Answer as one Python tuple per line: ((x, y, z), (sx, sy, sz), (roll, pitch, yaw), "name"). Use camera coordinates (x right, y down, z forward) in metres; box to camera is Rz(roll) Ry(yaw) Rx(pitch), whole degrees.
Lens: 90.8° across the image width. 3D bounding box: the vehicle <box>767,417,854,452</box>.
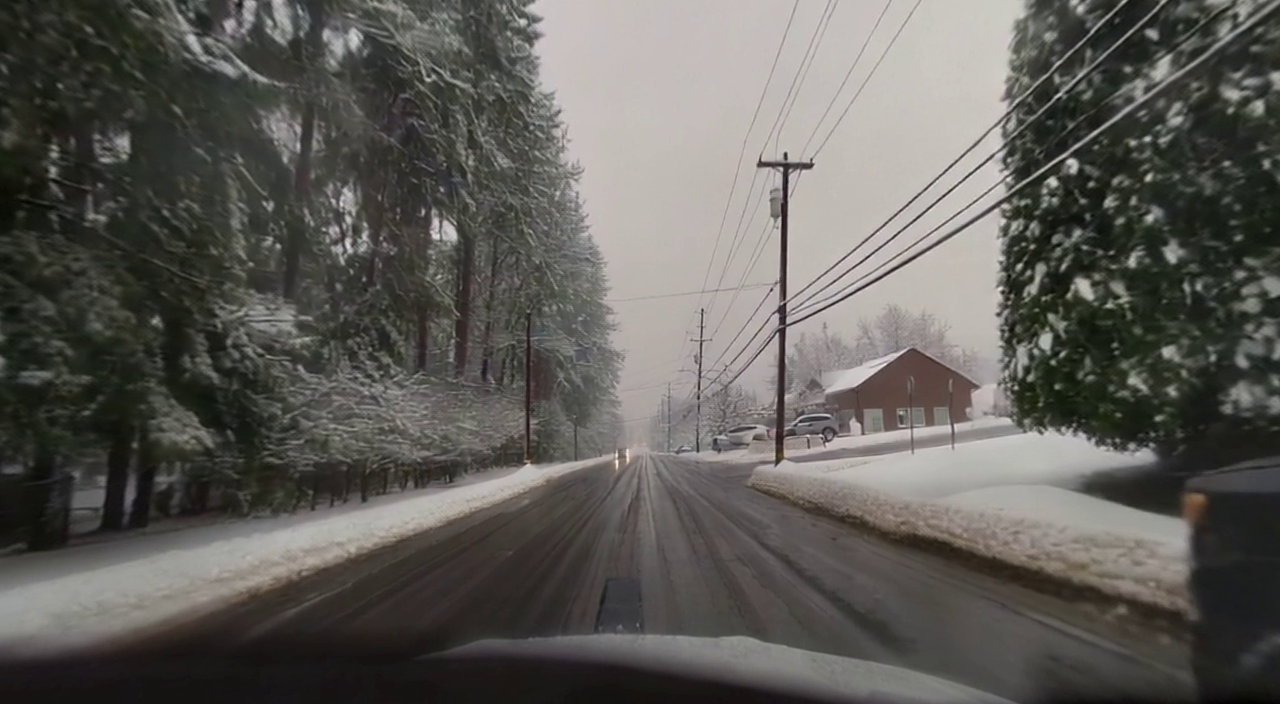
((10.303, 5.042, 38.299), (4.780, 1.984, 1.896), (4, -9, -19), "vehicle")
